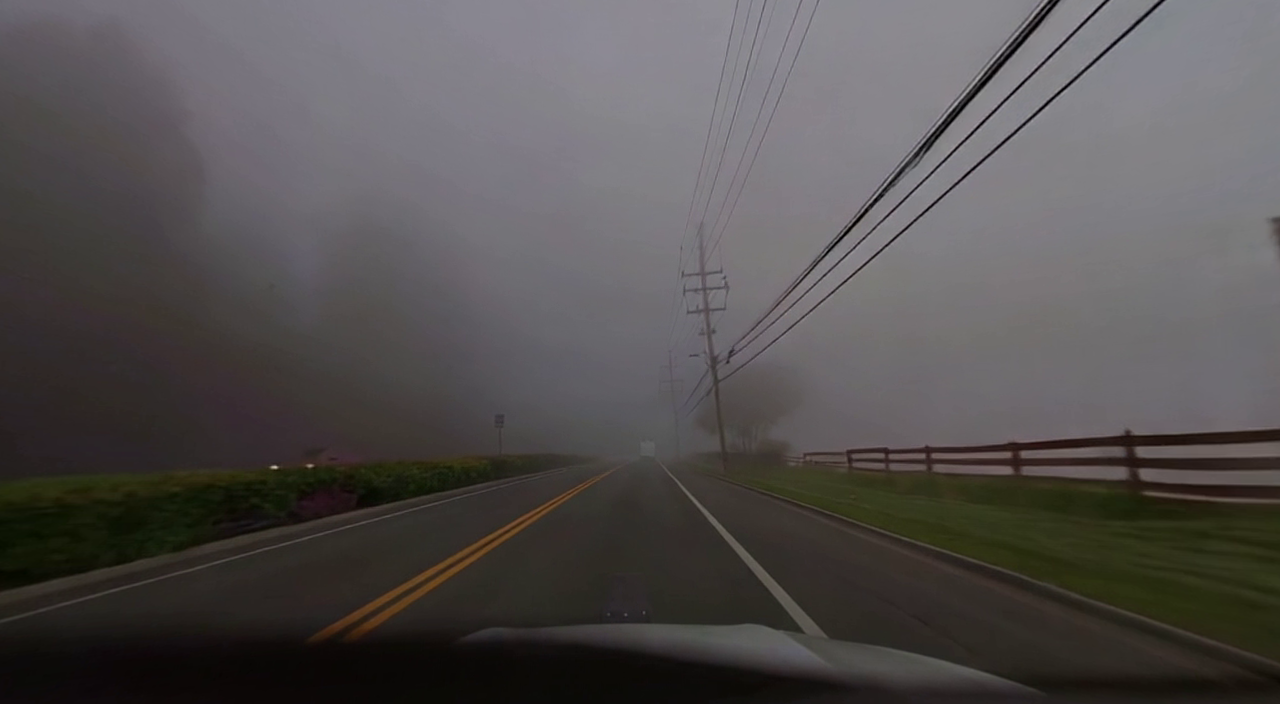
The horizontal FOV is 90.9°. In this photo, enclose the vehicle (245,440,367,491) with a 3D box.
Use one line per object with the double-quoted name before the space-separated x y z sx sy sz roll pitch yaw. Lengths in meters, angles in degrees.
"vehicle" -12.259 4.166 23.589 1.989 1.683 4.615 0 -8 1
